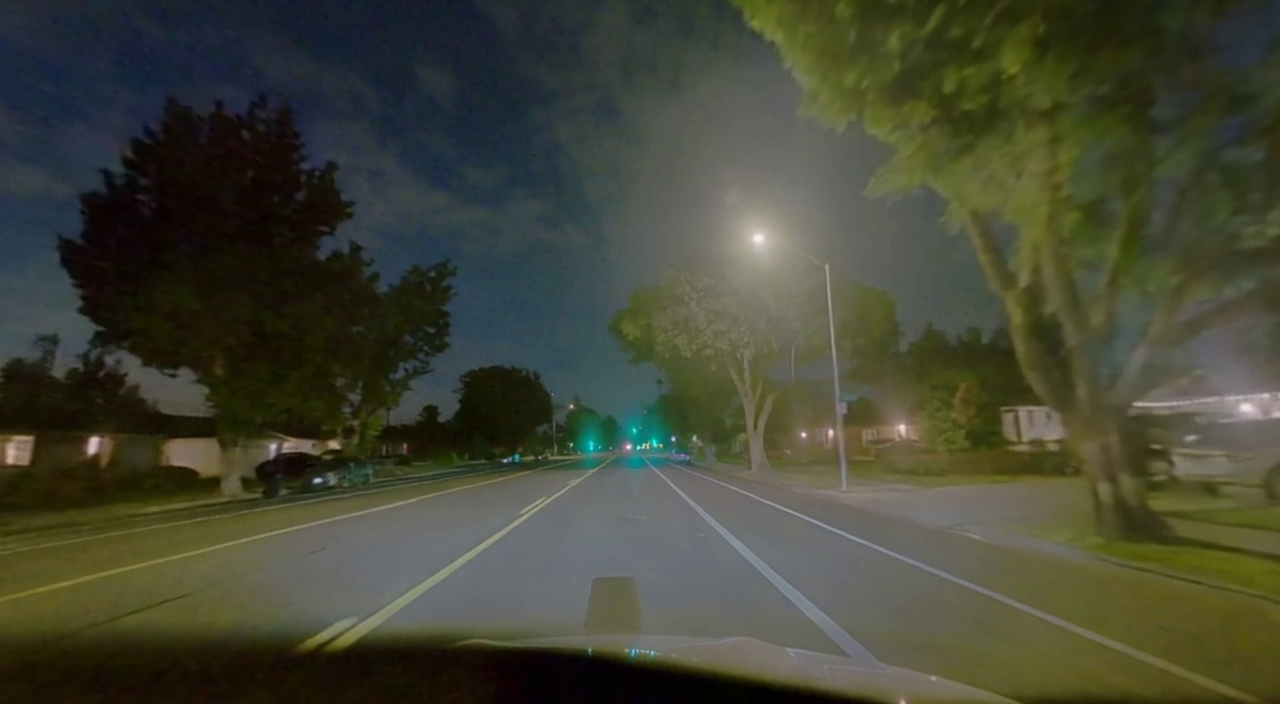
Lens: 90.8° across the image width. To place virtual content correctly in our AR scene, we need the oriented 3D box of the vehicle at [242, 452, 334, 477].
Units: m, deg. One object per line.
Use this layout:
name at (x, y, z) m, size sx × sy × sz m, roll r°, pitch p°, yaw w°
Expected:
vehicle at (-21.583, 6.902, 38.911) m, size 4.491 × 1.467 × 1.861 m, roll 0°, pitch -8°, yaw -4°

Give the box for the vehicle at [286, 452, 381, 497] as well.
vehicle at (-12.898, 5.151, 26.925) m, size 1.936 × 1.504 × 4.456 m, roll -2°, pitch -7°, yaw -1°

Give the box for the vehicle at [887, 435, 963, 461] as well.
vehicle at (18.086, 6.089, 40.228) m, size 3.858 × 1.583 × 1.931 m, roll 0°, pitch -8°, yaw -1°

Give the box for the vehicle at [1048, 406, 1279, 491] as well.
vehicle at (13.147, 2.378, 15.665) m, size 4.594 × 1.921 × 2.021 m, roll 0°, pitch -8°, yaw -2°

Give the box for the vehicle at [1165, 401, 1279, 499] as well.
vehicle at (13.682, 1.923, 12.584) m, size 4.629 × 1.770 × 1.959 m, roll 0°, pitch -8°, yaw -1°
